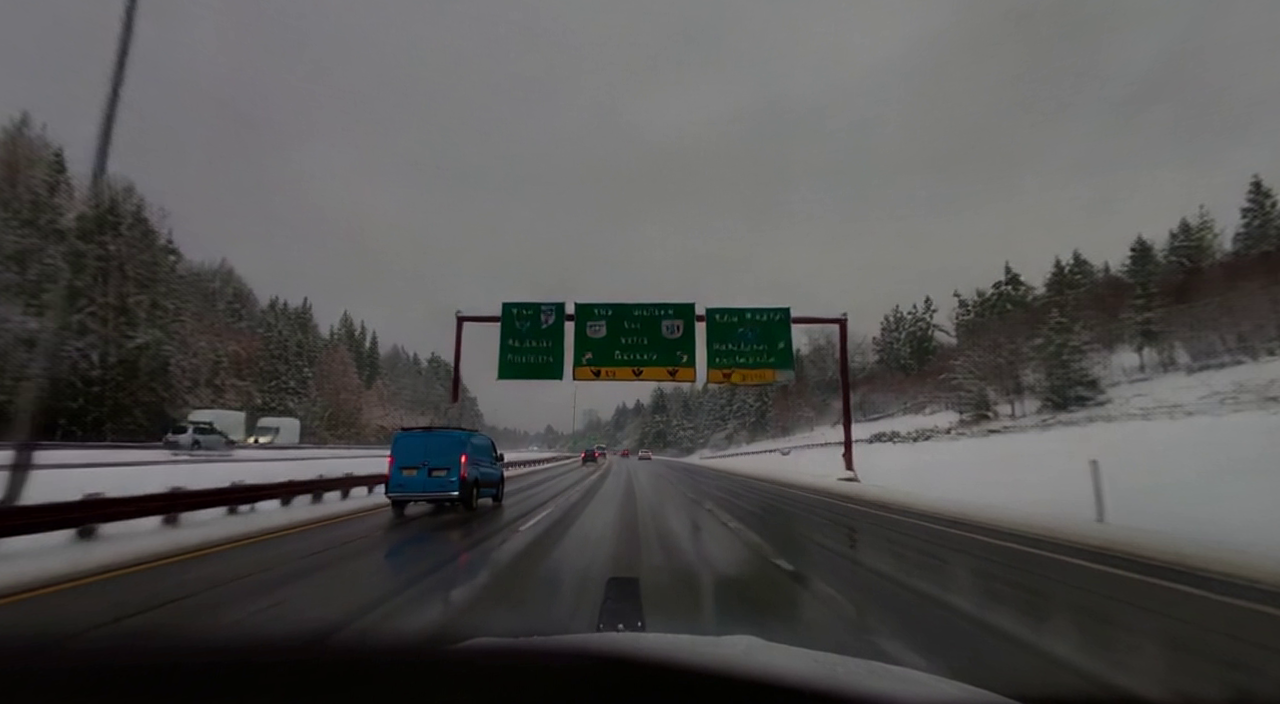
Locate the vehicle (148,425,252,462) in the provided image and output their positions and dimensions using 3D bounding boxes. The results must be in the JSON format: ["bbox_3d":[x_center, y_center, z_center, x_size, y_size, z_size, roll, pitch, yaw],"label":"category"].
[{"bbox_3d":[-19.001,3.998,27.406,1.879,1.492,3.607,0,-9,0],"label":"vehicle"}]

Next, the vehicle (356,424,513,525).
[{"bbox_3d":[-4.122,2.541,13.534,1.971,1.795,4.389,0,-9,-2],"label":"vehicle"}]
